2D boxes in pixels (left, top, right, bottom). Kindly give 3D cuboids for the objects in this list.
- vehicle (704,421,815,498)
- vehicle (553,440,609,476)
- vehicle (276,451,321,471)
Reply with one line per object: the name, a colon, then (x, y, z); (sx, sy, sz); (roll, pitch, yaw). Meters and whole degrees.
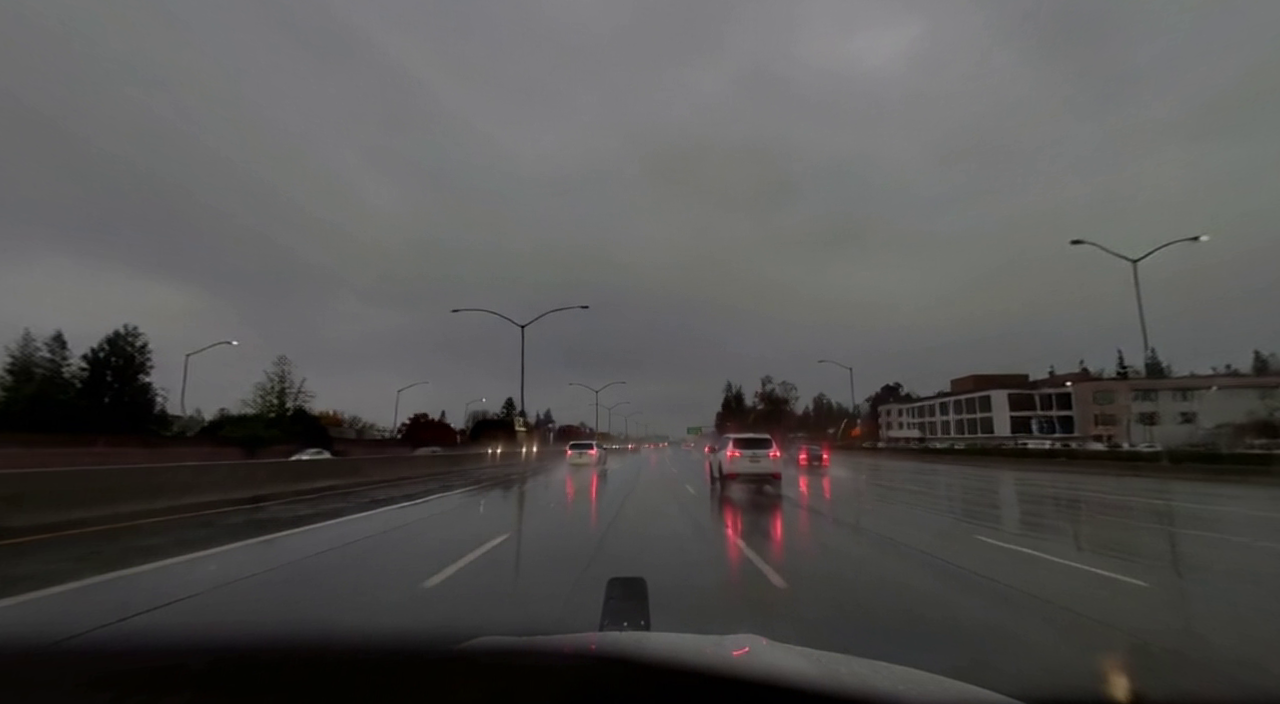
vehicle: (3.166, 2.990, 17.843); (2.148, 1.852, 4.835); (0, -8, 0)
vehicle: (-2.714, 5.003, 30.069); (2.080, 1.542, 4.718); (-1, -8, 2)
vehicle: (-25.497, 8.140, 47.194); (1.457, 1.336, 3.298); (-1, -8, 1)
